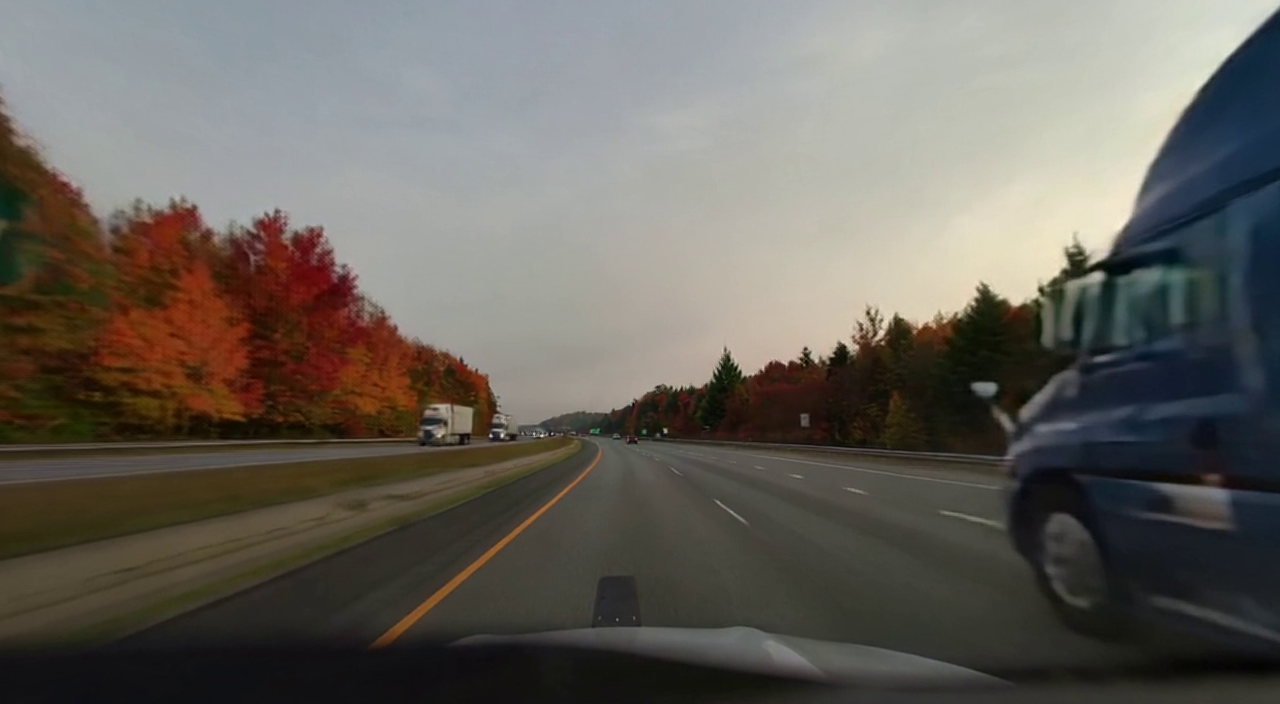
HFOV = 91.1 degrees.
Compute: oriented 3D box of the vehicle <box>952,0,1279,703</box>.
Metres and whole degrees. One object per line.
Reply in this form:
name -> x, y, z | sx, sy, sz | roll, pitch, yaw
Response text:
vehicle -> 3.801, -0.542, 1.335 | 2.985, 4.066, 6.190 | 0, -8, 0
